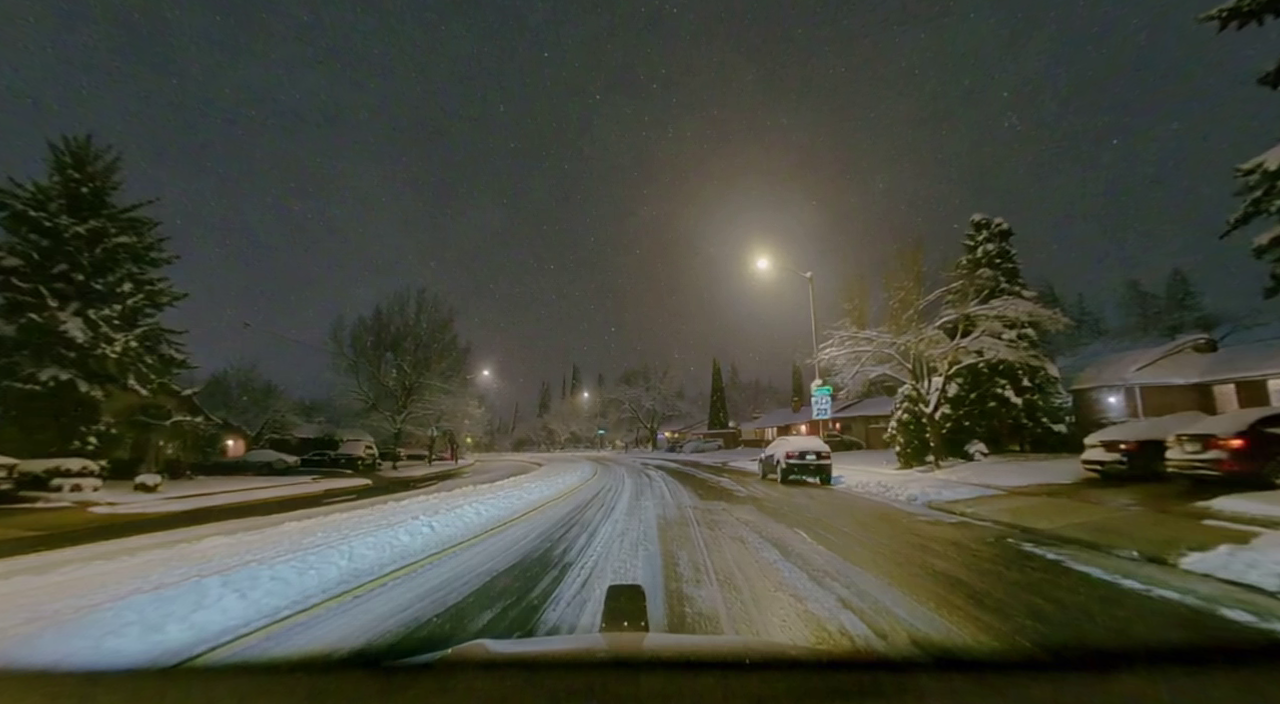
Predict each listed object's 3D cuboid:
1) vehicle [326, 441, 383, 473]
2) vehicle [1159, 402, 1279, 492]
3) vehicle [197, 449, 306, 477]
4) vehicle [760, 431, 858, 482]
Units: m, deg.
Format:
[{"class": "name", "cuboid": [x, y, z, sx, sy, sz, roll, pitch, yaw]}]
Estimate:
[{"class": "vehicle", "cuboid": [-18.763, 6.910, 41.683, 2.077, 1.948, 4.705, 1, -9, -8]}, {"class": "vehicle", "cuboid": [14.282, 1.871, 13.323, 4.543, 1.691, 2.028, -5, -9, 4]}, {"class": "vehicle", "cuboid": [-21.306, 6.108, 34.678, 4.654, 1.442, 2.155, -1, -8, 7]}, {"class": "vehicle", "cuboid": [6.751, 4.226, 25.838, 2.315, 1.869, 4.678, 1, -9, -6]}]
